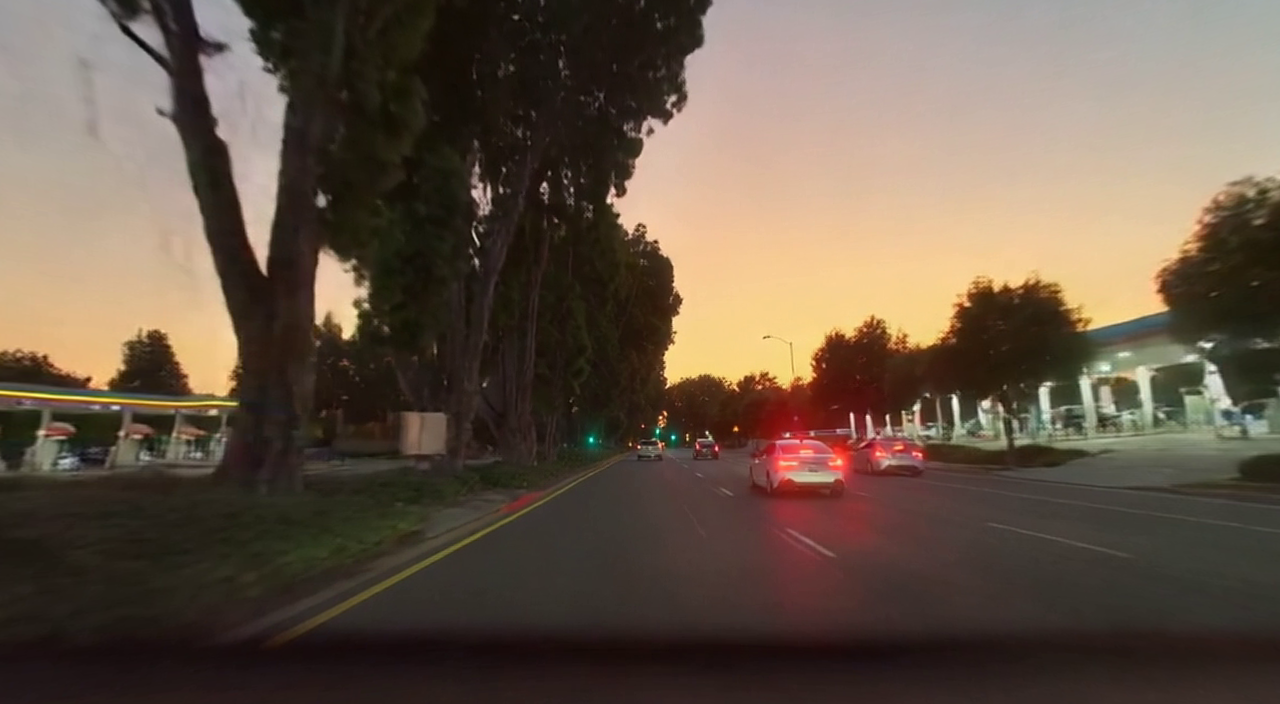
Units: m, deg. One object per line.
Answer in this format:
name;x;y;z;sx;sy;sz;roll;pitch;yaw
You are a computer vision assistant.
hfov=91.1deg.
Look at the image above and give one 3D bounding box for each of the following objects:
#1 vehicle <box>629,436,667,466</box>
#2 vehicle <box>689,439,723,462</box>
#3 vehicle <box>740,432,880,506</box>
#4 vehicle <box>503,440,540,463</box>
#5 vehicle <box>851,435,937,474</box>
vehicle;0.482;5.872;37.355;2.172;1.694;4.055;0;-8;1
vehicle;4.579;6.906;44.062;1.980;1.515;4.362;0;-8;0
vehicle;3.899;2.773;15.436;2.119;1.509;4.756;0;-8;0
vehicle;-9.351;7.883;49.877;2.004;1.683;4.290;0;-8;1
vehicle;10.718;4.337;26.817;1.906;1.488;4.251;0;-8;0
